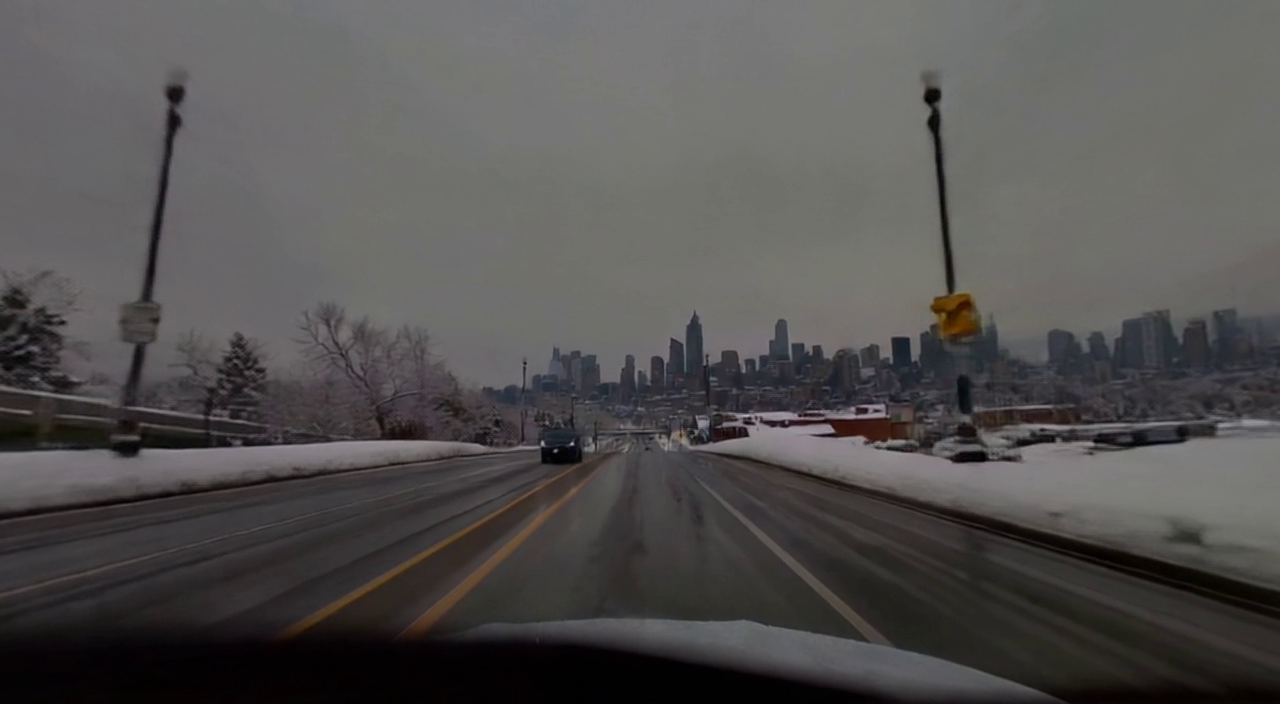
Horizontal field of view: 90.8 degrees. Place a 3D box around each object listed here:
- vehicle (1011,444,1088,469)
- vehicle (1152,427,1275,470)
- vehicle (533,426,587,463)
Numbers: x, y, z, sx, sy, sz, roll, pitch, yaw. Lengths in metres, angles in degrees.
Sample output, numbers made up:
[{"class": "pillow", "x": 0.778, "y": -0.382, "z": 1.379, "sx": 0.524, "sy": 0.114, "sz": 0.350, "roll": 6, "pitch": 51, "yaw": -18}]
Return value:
[{"class": "vehicle", "x": 27.585, "y": 7.074, "z": 42.667, "sx": 3.924, "sy": 1.457, "sz": 1.716, "roll": 2, "pitch": -15, "yaw": -2}, {"class": "vehicle", "x": 26.944, "y": 4.583, "z": 29.825, "sx": 3.629, "sy": 1.565, "sz": 1.997, "roll": 2, "pitch": -17, "yaw": 5}, {"class": "vehicle", "x": -3.980, "y": 4.720, "z": 32.168, "sx": 2.096, "sy": 1.743, "sz": 4.420, "roll": 0, "pitch": -8, "yaw": 1}]
